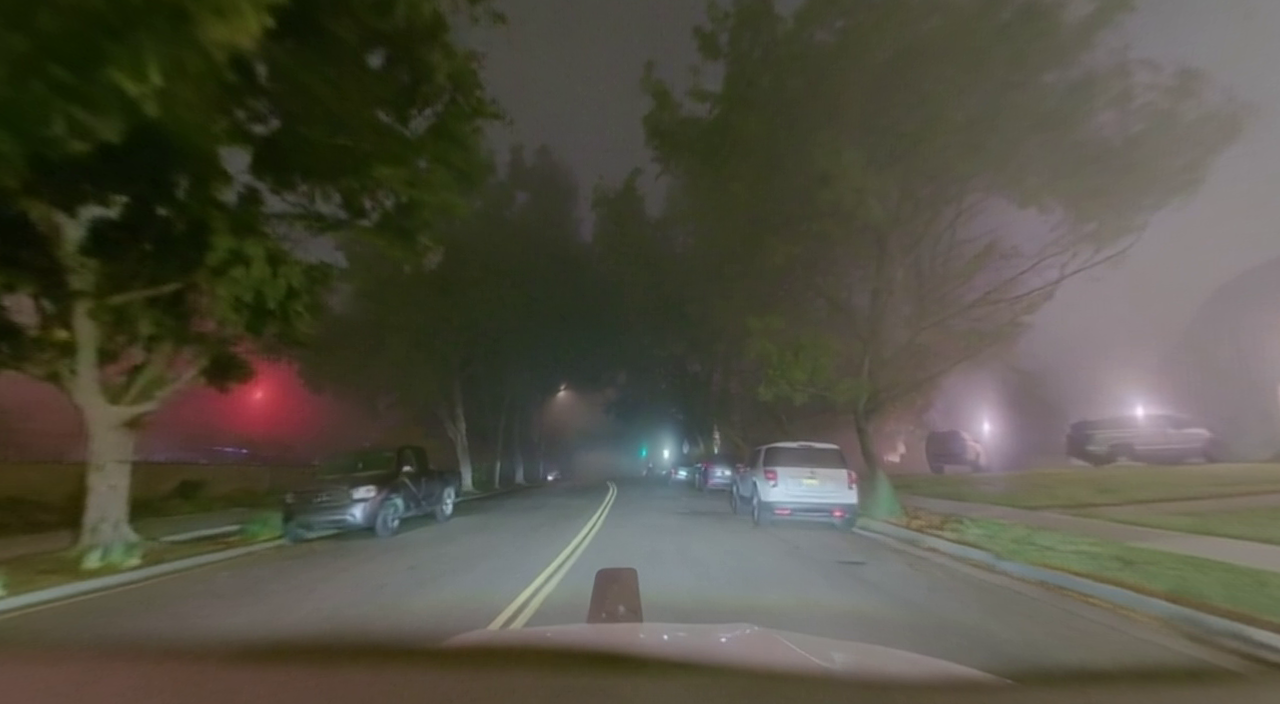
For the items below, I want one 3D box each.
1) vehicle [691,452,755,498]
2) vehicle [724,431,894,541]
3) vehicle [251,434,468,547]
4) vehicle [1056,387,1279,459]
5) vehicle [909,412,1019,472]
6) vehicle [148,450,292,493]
[{"bbox_3d":[3.305,4.990,26.035,1.970,1.709,4.568,0,-9,-1],"label":"vehicle"},{"bbox_3d":[3.199,2.663,13.176,2.229,1.826,4.611,-1,-9,0],"label":"vehicle"},{"bbox_3d":[-5.178,2.594,12.620,2.155,1.729,4.799,-2,-9,0],"label":"vehicle"},{"bbox_3d":[13.640,1.881,16.026,4.639,1.634,2.005,-3,-10,16],"label":"vehicle"},{"bbox_3d":[11.498,3.195,22.276,2.100,1.857,4.611,-9,-12,43],"label":"vehicle"},{"bbox_3d":[-15.714,4.450,23.662,4.527,1.466,1.880,-3,-9,16],"label":"vehicle"}]
